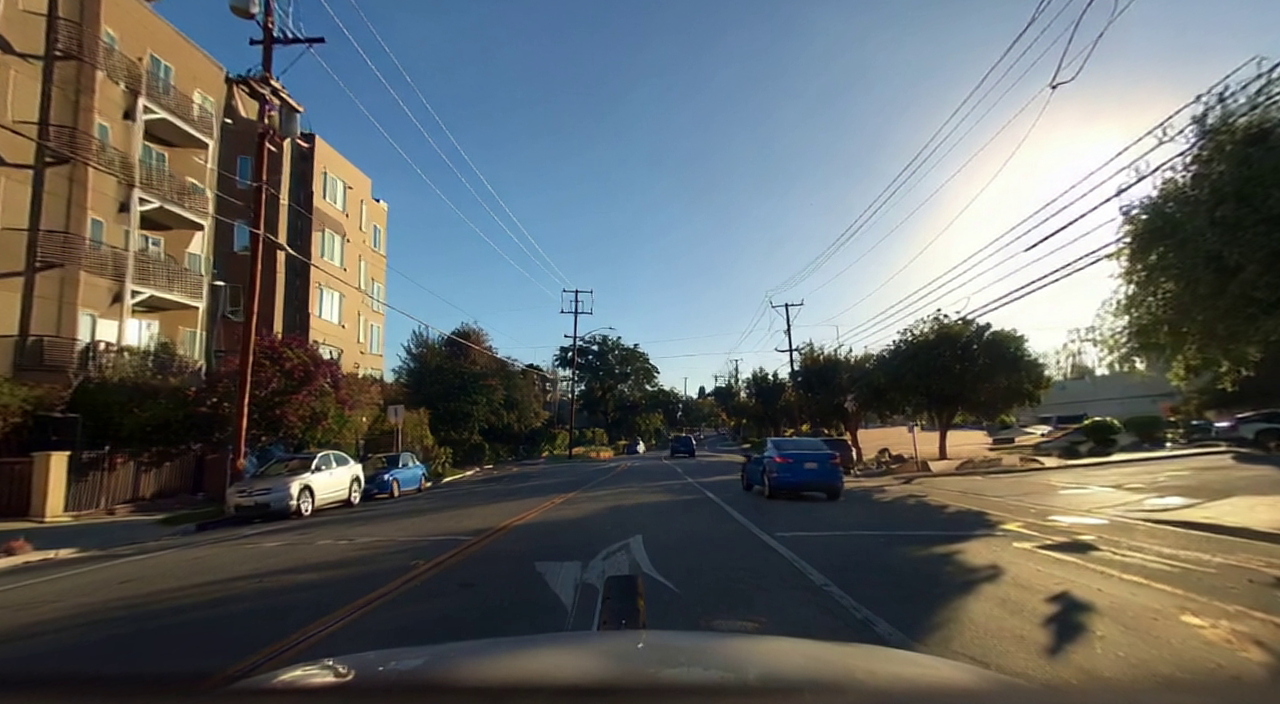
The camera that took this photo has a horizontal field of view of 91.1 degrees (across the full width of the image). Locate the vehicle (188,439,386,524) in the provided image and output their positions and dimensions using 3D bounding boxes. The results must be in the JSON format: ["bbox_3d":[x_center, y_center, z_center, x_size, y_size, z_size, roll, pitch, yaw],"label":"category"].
[{"bbox_3d":[-8.638,3.167,16.042,2.381,1.825,4.652,0,-8,-1],"label":"vehicle"}]

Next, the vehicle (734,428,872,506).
[{"bbox_3d":[3.640,2.661,14.952,2.028,1.552,4.370,0,-8,-1],"label":"vehicle"}]

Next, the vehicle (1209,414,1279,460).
[{"bbox_3d":[25.322,3.380,24.924,1.944,1.723,4.441,-2,-9,13],"label":"vehicle"}]

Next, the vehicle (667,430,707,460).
[{"bbox_3d":[2.931,5.972,40.230,2.046,1.784,4.687,0,-8,-2],"label":"vehicle"}]
